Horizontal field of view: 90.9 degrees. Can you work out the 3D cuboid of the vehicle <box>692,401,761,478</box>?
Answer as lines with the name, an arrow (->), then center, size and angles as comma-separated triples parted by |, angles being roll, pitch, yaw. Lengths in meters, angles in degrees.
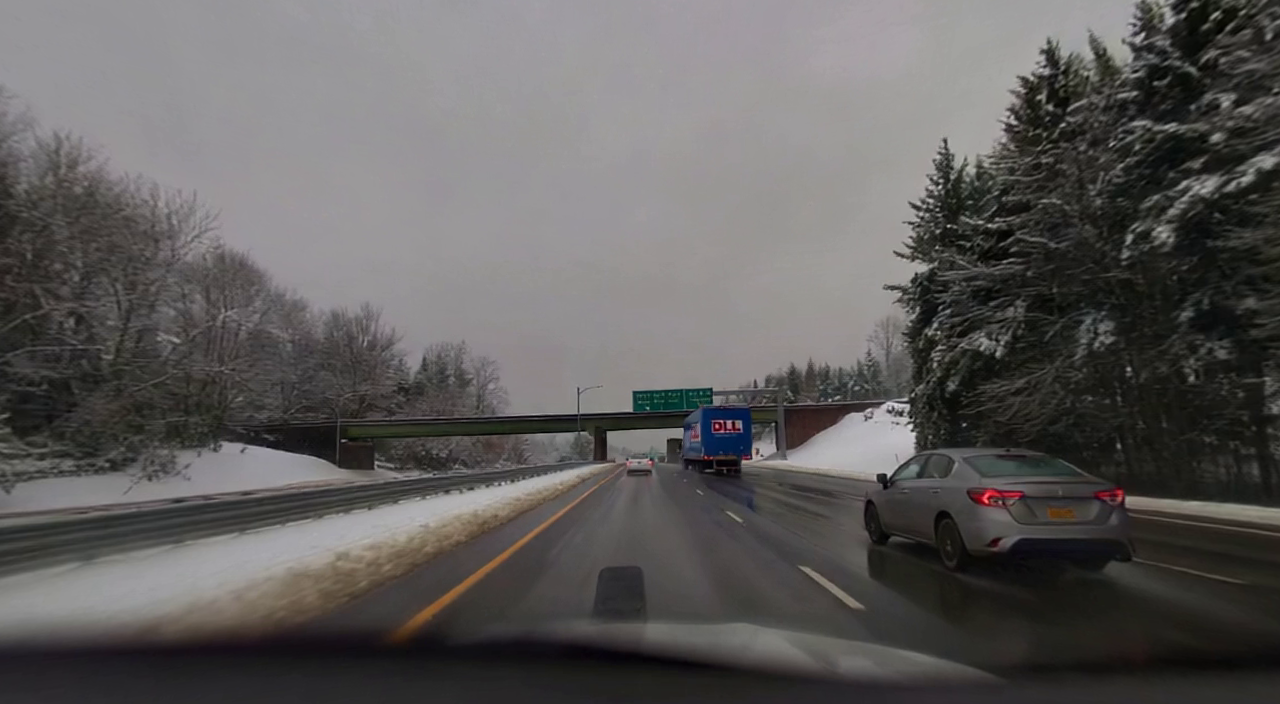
vehicle -> 4.892, 5.227, 37.282 | 2.838, 3.985, 8.010 | 0, -9, 0

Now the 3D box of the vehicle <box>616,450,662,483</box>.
vehicle -> -0.046, 5.402, 29.942 | 2.055, 1.445, 3.661 | 0, -9, 0

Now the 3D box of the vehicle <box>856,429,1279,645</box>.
vehicle -> 3.909, 1.596, 6.467 | 1.894, 1.452, 4.164 | 0, -9, 0
